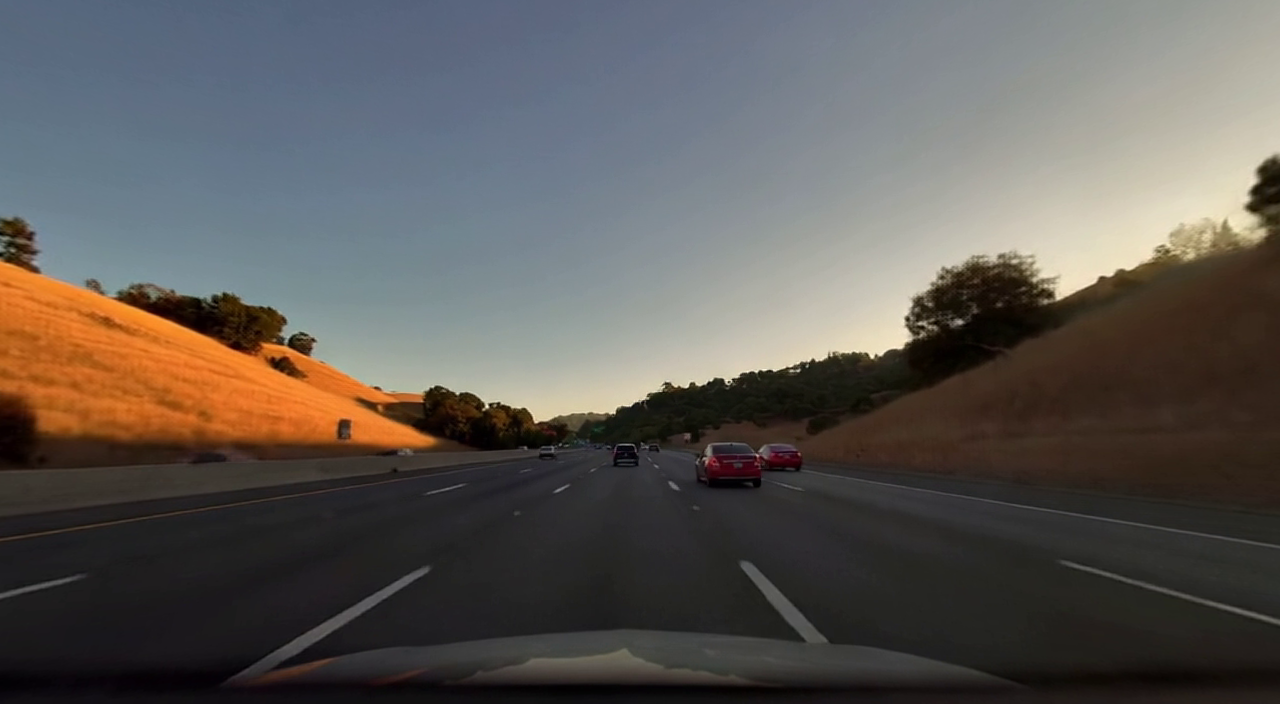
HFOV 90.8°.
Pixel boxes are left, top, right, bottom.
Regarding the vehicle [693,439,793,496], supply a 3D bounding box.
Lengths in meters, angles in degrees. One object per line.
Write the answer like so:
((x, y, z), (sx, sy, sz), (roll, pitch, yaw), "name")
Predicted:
((2.959, 3.442, 19.307), (2.120, 1.492, 4.734), (0, -8, -2), "vehicle")

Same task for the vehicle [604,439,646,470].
((-0.831, 5.944, 36.651), (2.277, 1.675, 4.023), (0, -8, 0), "vehicle")

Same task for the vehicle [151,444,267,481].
((-22.626, 5.786, 33.536), (2.492, 1.756, 5.166), (0, -8, 0), "vehicle")
